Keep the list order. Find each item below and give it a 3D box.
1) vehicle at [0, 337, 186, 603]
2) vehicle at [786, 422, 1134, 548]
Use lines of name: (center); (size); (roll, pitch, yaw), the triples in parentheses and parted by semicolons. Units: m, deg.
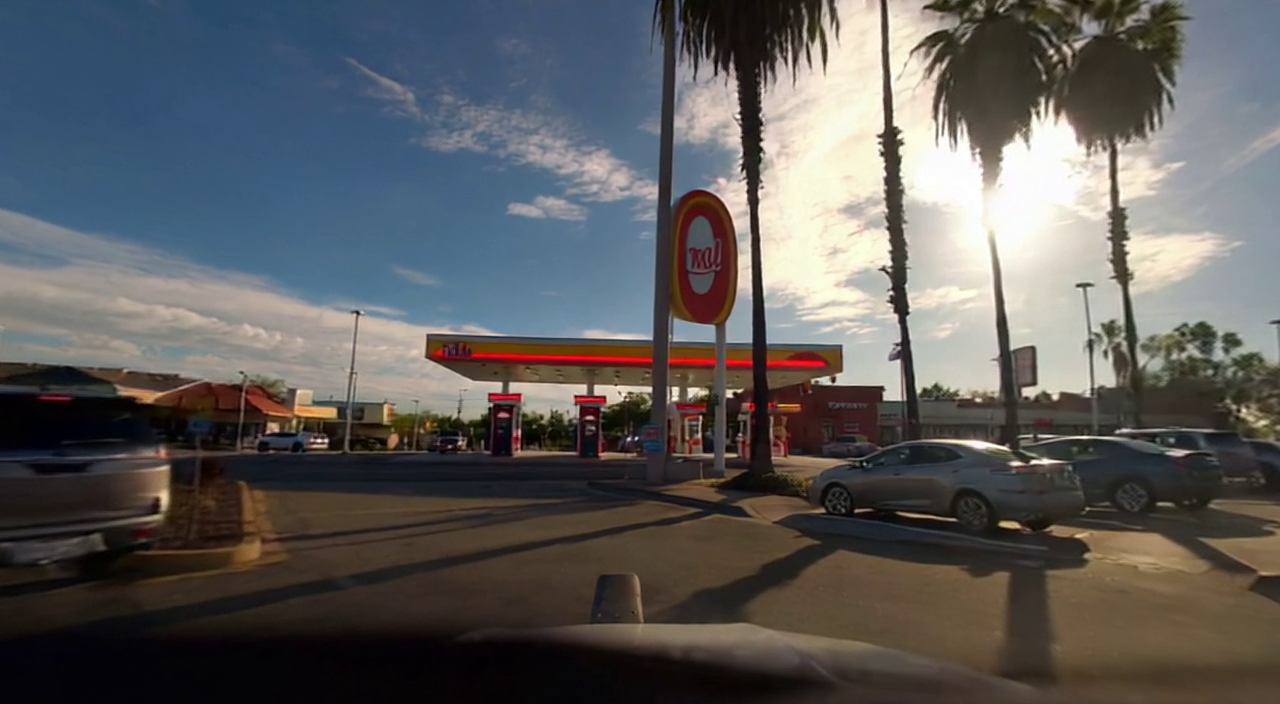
vehicle: (-7.283, 1.054, 6.149); (5.855, 1.950, 2.445); (-5, -10, 32)
vehicle: (4.674, 1.973, 10.098); (1.937, 1.490, 4.564); (5, -10, -29)
